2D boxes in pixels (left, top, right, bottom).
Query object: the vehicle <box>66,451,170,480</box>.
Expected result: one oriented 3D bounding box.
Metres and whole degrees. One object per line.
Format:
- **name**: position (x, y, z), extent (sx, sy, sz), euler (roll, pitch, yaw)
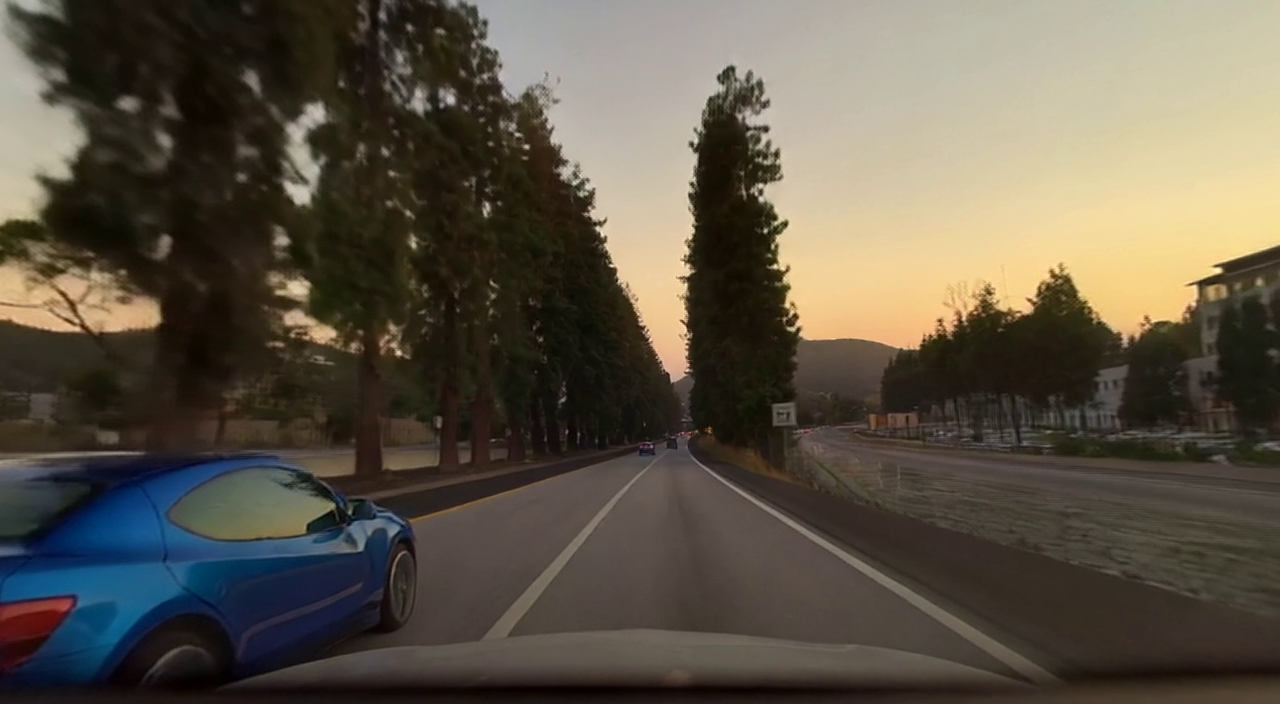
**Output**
- **vehicle**: position (-30.209, 6.556, 36.701), extent (1.843, 1.447, 4.563), euler (-2, -8, 7)
